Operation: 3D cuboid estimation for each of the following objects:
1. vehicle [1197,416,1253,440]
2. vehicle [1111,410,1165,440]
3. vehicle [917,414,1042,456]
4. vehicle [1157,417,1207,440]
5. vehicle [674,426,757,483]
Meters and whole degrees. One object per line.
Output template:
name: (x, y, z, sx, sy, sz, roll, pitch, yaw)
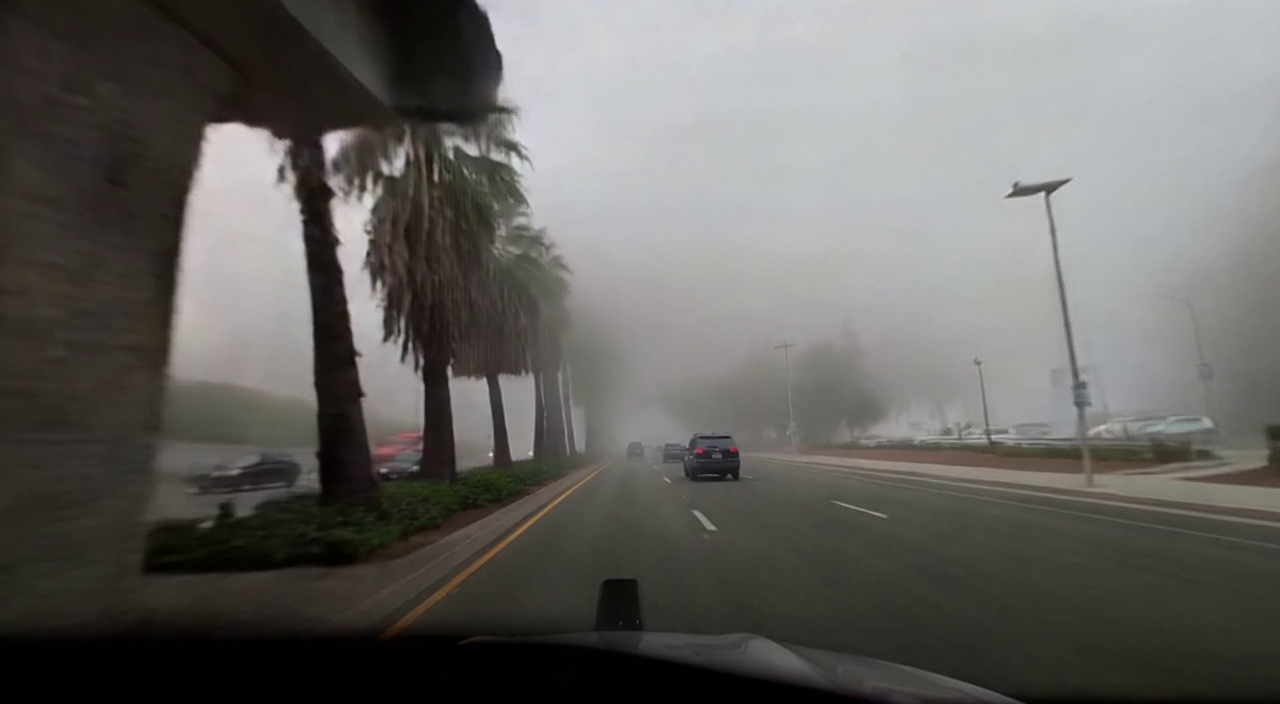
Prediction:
vehicle: (41.740, 5.481, 45.171, 1.832, 1.394, 3.877, -7, -12, 27)
vehicle: (37.965, 5.679, 48.333, 2.235, 2.018, 6.593, -5, -10, 30)
vehicle: (19.284, 4.840, 36.335, 2.305, 2.084, 6.115, 1, -10, -21)
vehicle: (39.465, 5.634, 46.086, 1.928, 1.495, 3.956, -7, -10, 30)
vehicle: (2.838, 4.072, 25.345, 2.559, 2.017, 5.562, 0, -9, -1)
